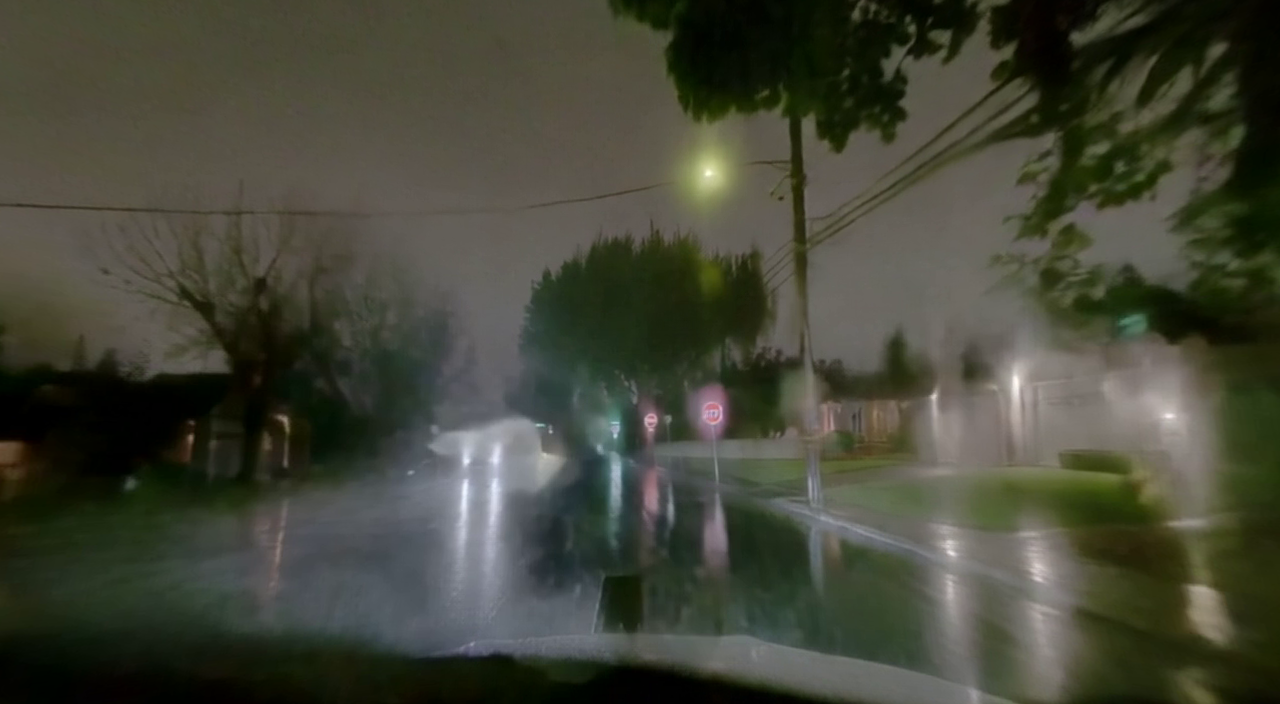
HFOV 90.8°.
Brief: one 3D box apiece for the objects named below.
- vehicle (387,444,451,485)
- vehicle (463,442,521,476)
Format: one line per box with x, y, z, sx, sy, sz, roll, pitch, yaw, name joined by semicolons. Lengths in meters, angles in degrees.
-9.801;4.962;28.350;1.994;1.656;4.334;1;-9;-10;vehicle
-7.131;5.179;30.877;2.146;1.506;4.885;1;-9;-6;vehicle
